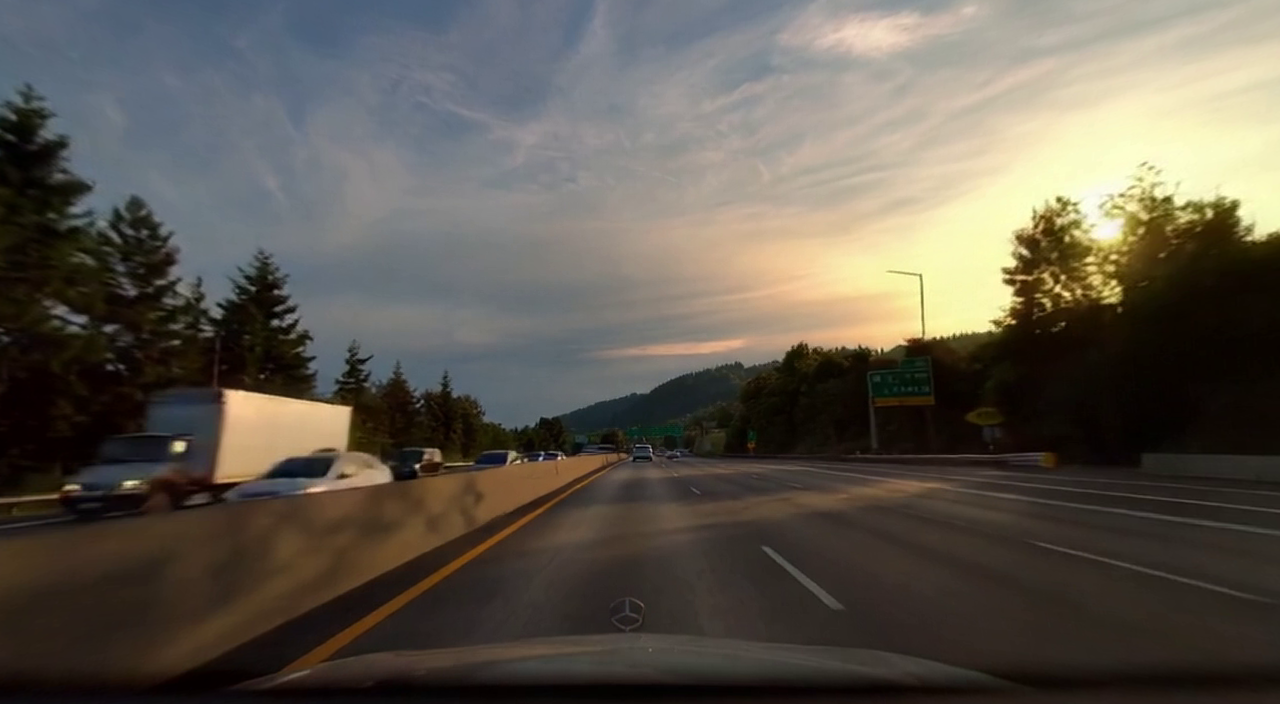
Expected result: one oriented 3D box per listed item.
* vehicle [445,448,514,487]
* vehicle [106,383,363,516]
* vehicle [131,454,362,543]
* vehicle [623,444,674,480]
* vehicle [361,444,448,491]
[{"bbox_3d":[-7.324,5.299,29.255,2.055,1.633,4.239,0,-9,0],"label":"vehicle"},{"bbox_3d":[-14.838,3.818,24.821,2.967,4.046,10.700,0,-9,0],"label":"vehicle"},{"bbox_3d":[-8.072,3.002,13.638,1.920,1.533,4.730,0,-9,0],"label":"vehicle"},{"bbox_3d":[0.351,5.071,29.229,2.177,1.520,4.278,0,-9,0],"label":"vehicle"},{"bbox_3d":[-10.968,5.382,29.828,2.131,1.986,5.151,0,-9,0],"label":"vehicle"}]
